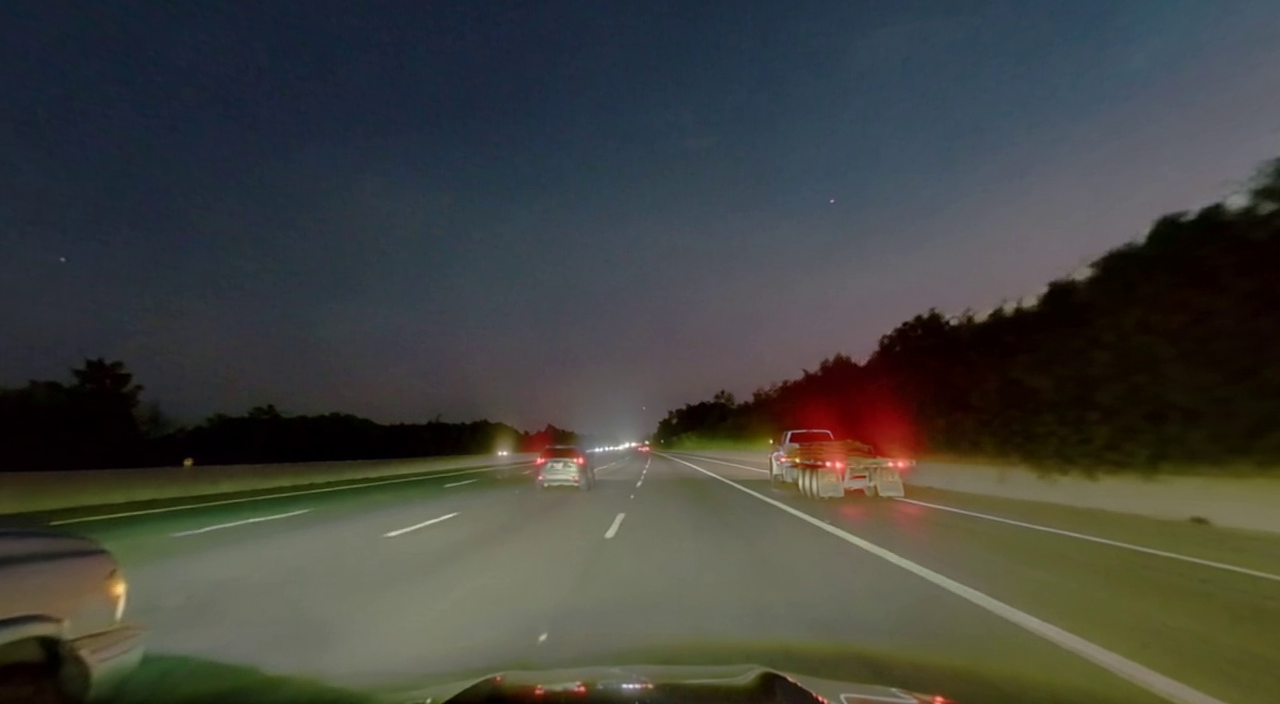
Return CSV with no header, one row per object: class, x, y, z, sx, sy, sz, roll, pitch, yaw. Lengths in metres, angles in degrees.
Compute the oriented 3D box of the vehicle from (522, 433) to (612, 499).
vehicle,-2.117,3.463,19.586,2.114,1.787,4.365,-1,-8,2
